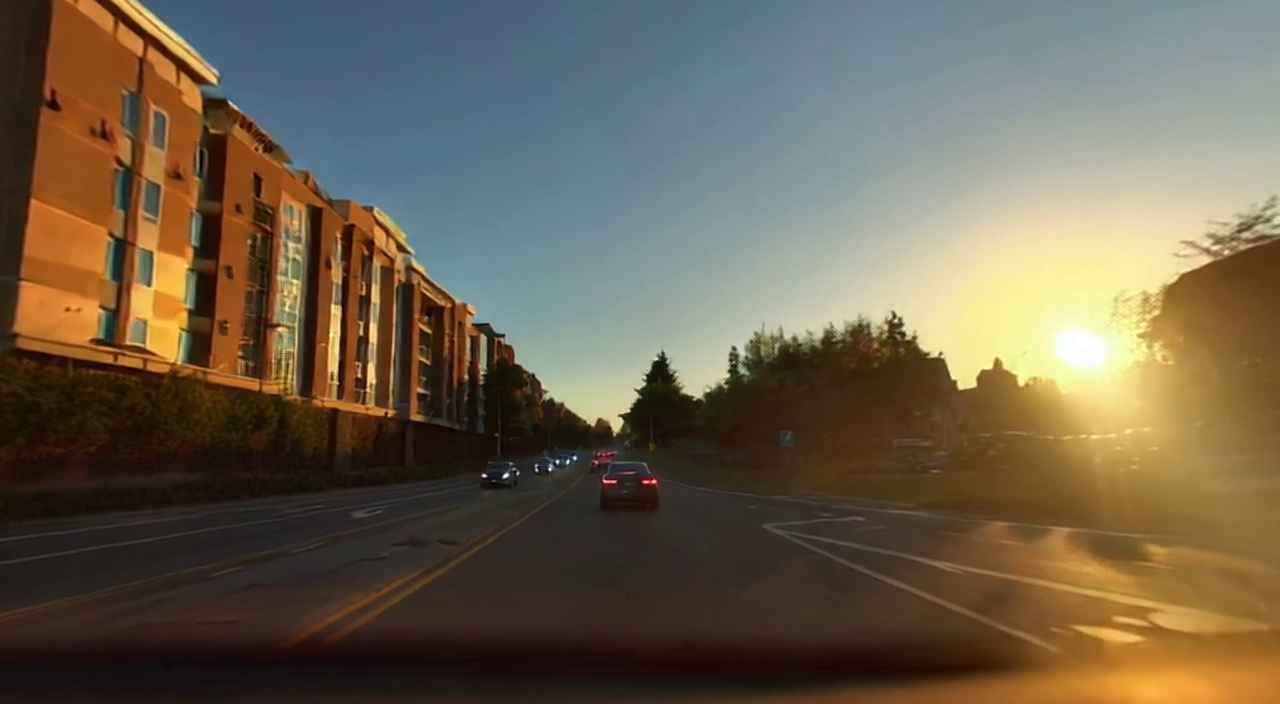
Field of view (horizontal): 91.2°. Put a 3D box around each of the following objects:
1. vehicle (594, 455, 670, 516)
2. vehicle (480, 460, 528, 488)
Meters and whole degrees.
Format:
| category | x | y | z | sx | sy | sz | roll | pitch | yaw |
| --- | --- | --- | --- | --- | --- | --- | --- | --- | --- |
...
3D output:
| category | x | y | z | sx | sy | sz | roll | pitch | yaw |
| --- | --- | --- | --- | --- | --- | --- | --- | --- | --- |
| vehicle | -0.344 | 3.845 | 18.499 | 2.014 | 1.525 | 3.670 | 0 | -9 | -4 |
| vehicle | -8.244 | 7.415 | 38.418 | 2.018 | 1.498 | 4.168 | -1 | -9 | 0 |
